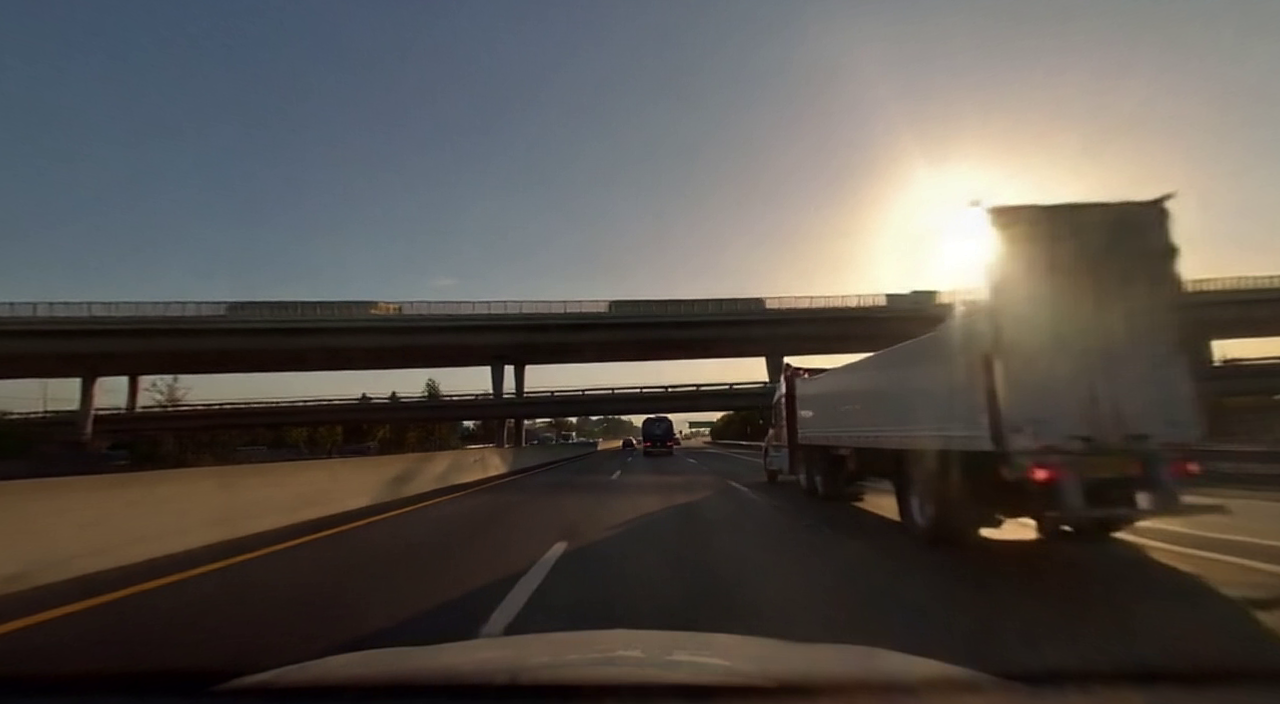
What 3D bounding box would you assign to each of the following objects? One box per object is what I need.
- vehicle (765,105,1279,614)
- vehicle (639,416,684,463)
[{"bbox_3d":[4.603,0.719,10.283,2.997,3.983,10.860,1,-8,0],"label":"vehicle"},{"bbox_3d":[1.272,5.402,38.797,2.481,2.618,6.314,-1,-8,1],"label":"vehicle"}]
